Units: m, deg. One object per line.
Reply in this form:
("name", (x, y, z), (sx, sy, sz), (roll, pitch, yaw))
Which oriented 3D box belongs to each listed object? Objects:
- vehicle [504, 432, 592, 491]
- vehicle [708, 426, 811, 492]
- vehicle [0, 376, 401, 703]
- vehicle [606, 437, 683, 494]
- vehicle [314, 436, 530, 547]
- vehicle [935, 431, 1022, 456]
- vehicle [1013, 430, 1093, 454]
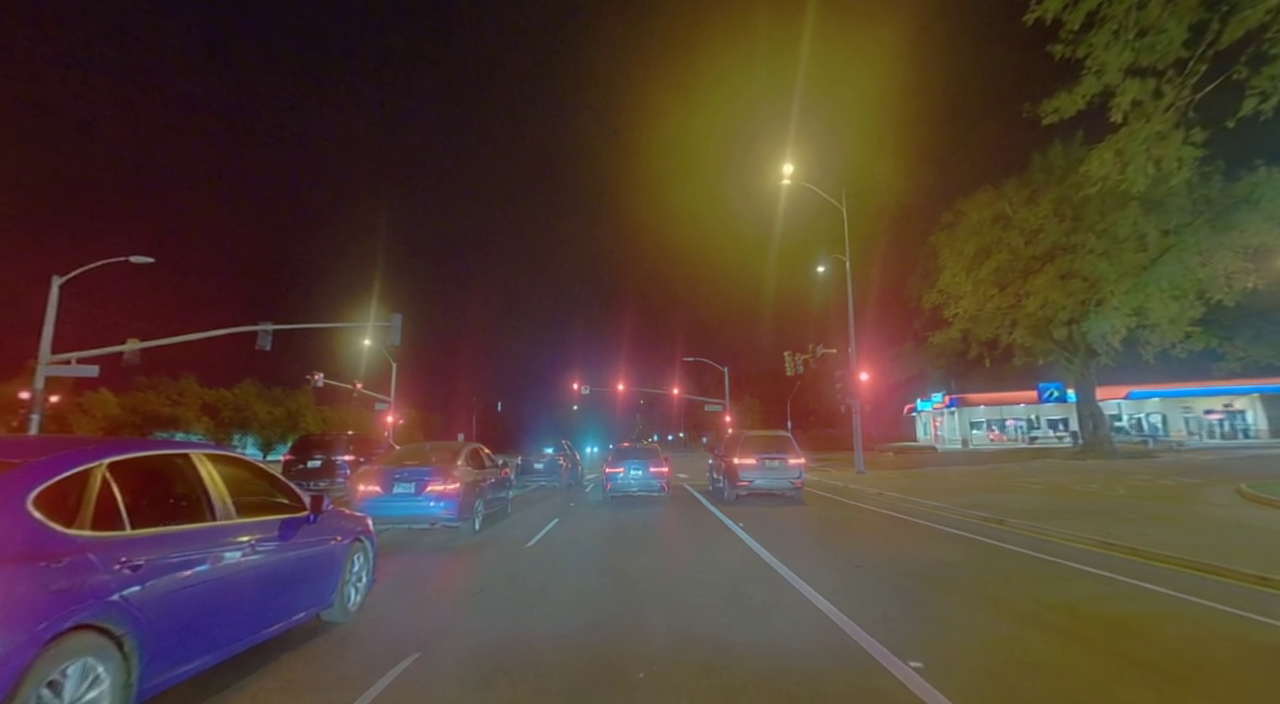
("vehicle", (-2.804, 3.479, 20.230), (2.072, 1.694, 4.070), (0, -9, 2))
("vehicle", (3.366, 3.141, 18.735), (2.076, 1.691, 4.402), (0, -9, -2))
("vehicle", (-3.087, 0.933, 2.526), (2.249, 1.517, 4.951), (0, -9, 1))
("vehicle", (0.148, 3.325, 18.712), (2.032, 1.499, 3.994), (0, -9, 1))
("vehicle", (-3.320, 2.215, 10.688), (2.014, 1.472, 4.357), (0, -9, 1))
("vehicle", (23.341, 6.341, 43.546), (4.781, 1.700, 1.986), (0, -9, 1))
("vehicle", (30.602, 6.696, 46.736), (4.432, 1.680, 1.932), (0, -9, 2))
